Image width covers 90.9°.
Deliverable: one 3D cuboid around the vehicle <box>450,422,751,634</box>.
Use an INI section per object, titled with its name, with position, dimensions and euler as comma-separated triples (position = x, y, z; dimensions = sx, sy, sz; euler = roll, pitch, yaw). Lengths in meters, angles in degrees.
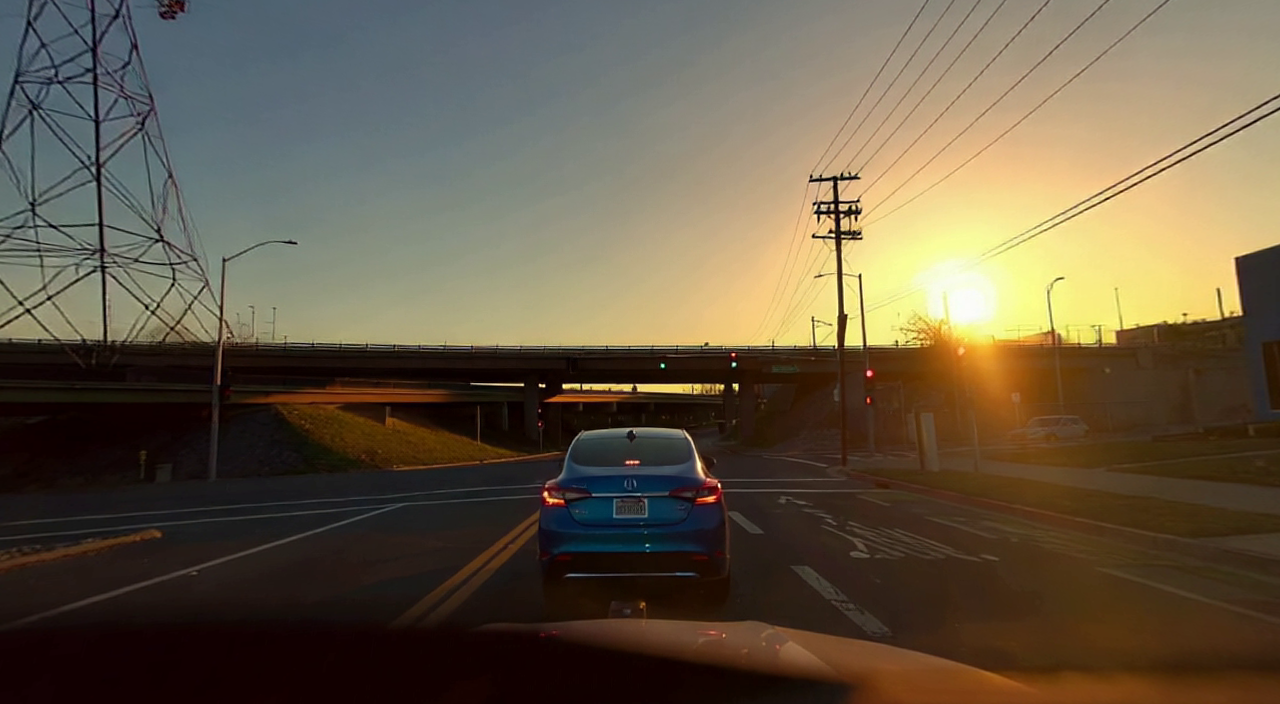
[vehicle]
position = -0.240, 1.534, 6.476
dimensions = 2.090, 1.458, 4.033
euler = -1, -9, 1
